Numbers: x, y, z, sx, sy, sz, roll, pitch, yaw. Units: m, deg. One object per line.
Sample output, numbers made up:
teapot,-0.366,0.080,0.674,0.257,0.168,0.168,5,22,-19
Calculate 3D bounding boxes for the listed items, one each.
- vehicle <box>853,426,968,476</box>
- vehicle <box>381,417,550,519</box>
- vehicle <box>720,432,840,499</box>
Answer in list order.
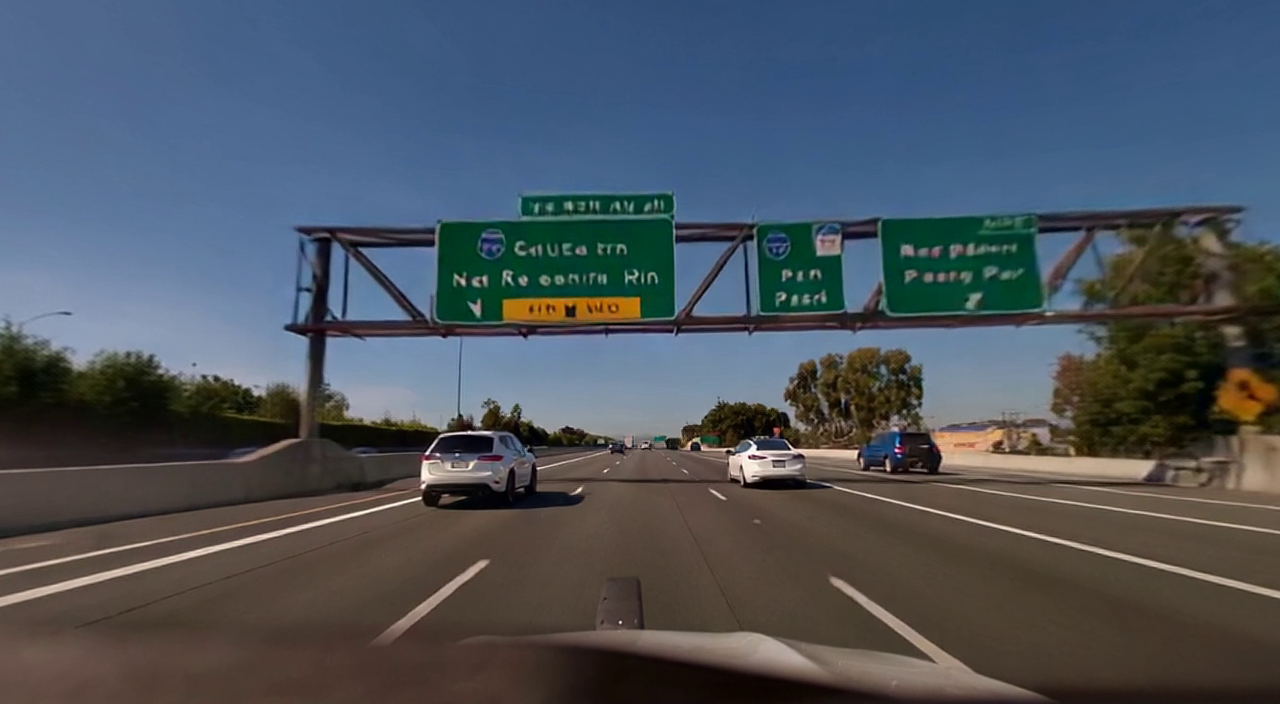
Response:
vehicle,11.185,4.163,26.707,2.223,1.865,5.704,0,-8,-1
vehicle,-3.339,2.335,13.209,2.193,1.746,4.512,0,-8,0
vehicle,3.622,3.051,17.397,2.107,1.550,4.949,0,-8,-1
